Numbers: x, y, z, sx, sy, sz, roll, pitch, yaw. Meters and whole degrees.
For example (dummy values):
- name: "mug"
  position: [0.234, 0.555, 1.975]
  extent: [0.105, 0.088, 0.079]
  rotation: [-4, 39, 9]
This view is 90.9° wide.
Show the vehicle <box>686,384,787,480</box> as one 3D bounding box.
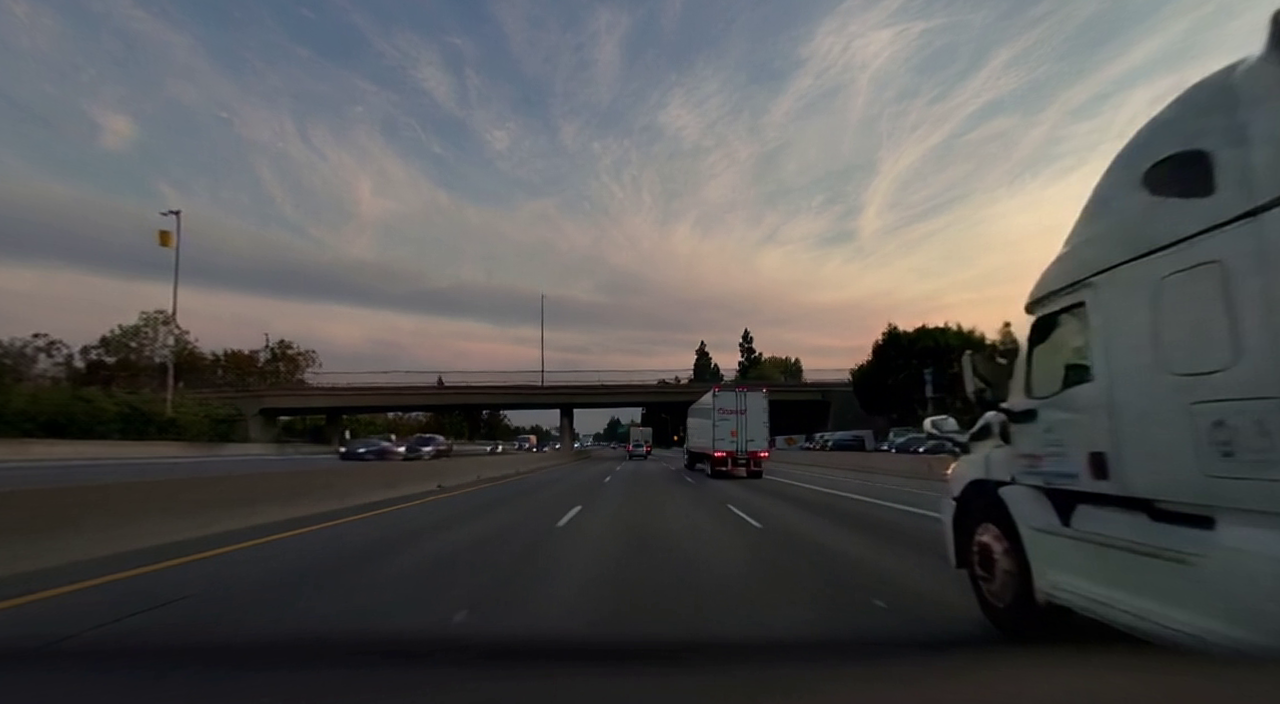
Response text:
- name: "vehicle"
  position: [4.542, 4.417, 33.544]
  extent: [2.881, 3.995, 14.382]
  rotation: [0, -9, -1]

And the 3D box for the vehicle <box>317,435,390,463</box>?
- name: "vehicle"
  position: [-15.850, 5.402, 35.154]
  extent: [1.902, 1.474, 4.646]
  rotation: [0, -9, 0]

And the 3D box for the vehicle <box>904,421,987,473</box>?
- name: "vehicle"
  position: [23.092, 7.256, 48.066]
  extent: [3.014, 3.704, 5.917]
  rotation: [1, -9, -3]

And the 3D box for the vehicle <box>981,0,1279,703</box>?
- name: "vehicle"
  position: [4.045, -0.319, 1.447]
  extent: [3.007, 3.965, 5.971]
  rotation: [0, -9, 0]
